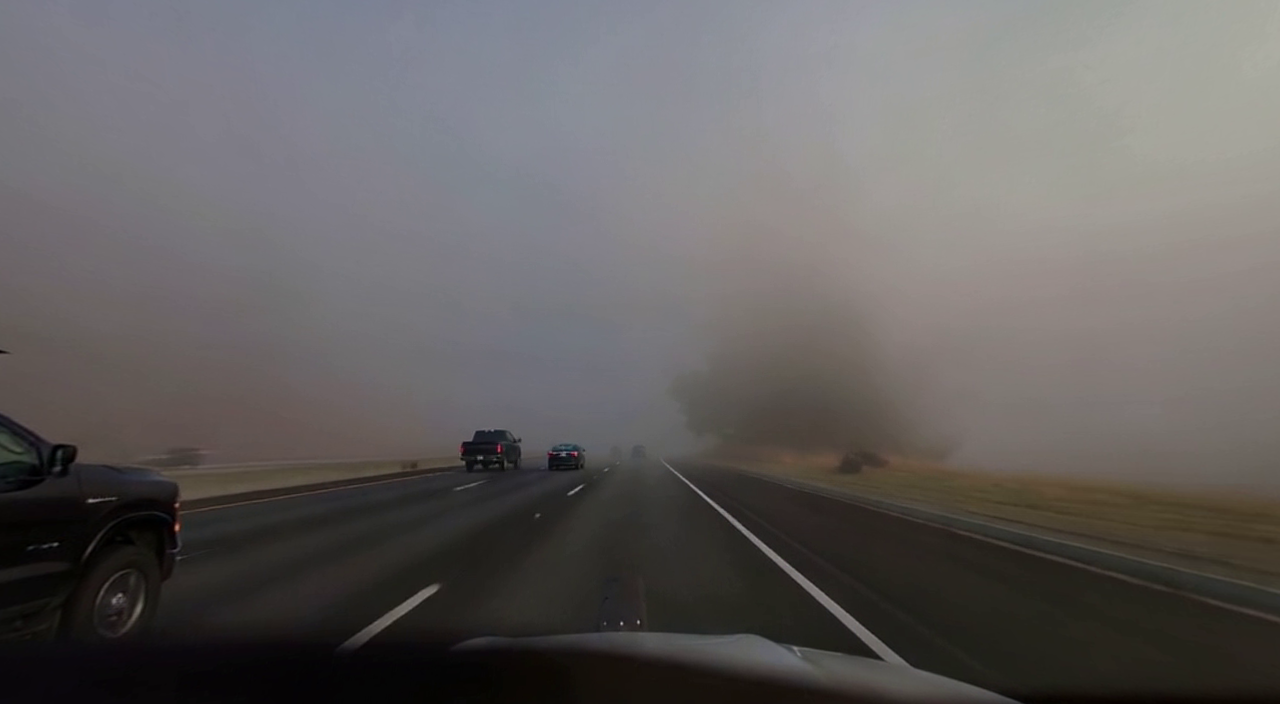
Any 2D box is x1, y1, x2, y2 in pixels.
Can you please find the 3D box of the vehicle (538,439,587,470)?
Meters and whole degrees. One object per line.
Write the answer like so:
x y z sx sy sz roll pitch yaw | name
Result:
-4.012 5.408 33.304 2.012 1.509 4.359 0 -9 1 | vehicle

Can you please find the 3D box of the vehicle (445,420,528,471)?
-7.521 4.702 31.593 2.594 2.254 6.028 0 -9 0 | vehicle

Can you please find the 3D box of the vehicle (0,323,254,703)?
-4.009 0.659 2.059 2.200 1.807 5.041 0 -9 1 | vehicle
